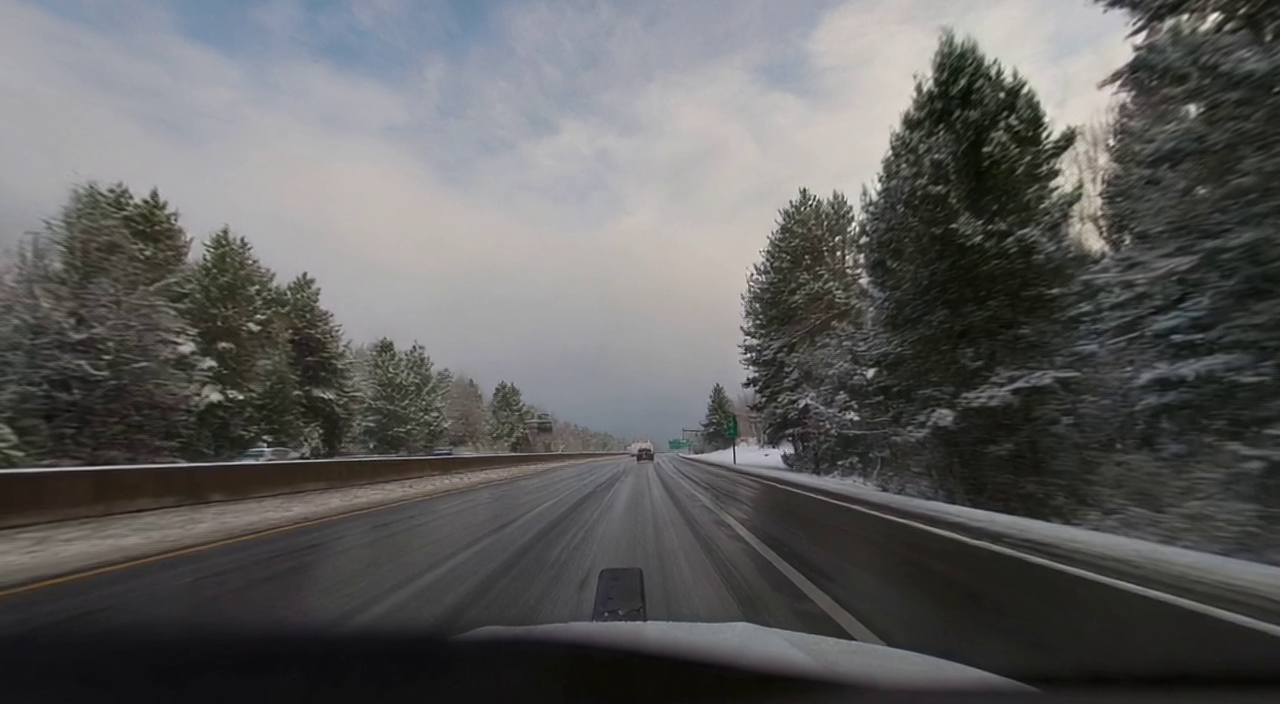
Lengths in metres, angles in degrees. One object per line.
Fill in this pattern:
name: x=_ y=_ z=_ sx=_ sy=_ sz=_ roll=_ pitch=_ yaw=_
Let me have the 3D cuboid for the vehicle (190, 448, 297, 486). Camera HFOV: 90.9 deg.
vehicle: x=-16.461 y=4.769 z=26.466 sx=1.806 sy=1.422 sz=4.110 roll=0 pitch=-9 yaw=0

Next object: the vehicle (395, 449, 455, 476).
vehicle: x=-12.645 y=6.530 z=37.386 sx=1.908 sy=1.491 sz=4.440 roll=0 pitch=-9 yaw=1
